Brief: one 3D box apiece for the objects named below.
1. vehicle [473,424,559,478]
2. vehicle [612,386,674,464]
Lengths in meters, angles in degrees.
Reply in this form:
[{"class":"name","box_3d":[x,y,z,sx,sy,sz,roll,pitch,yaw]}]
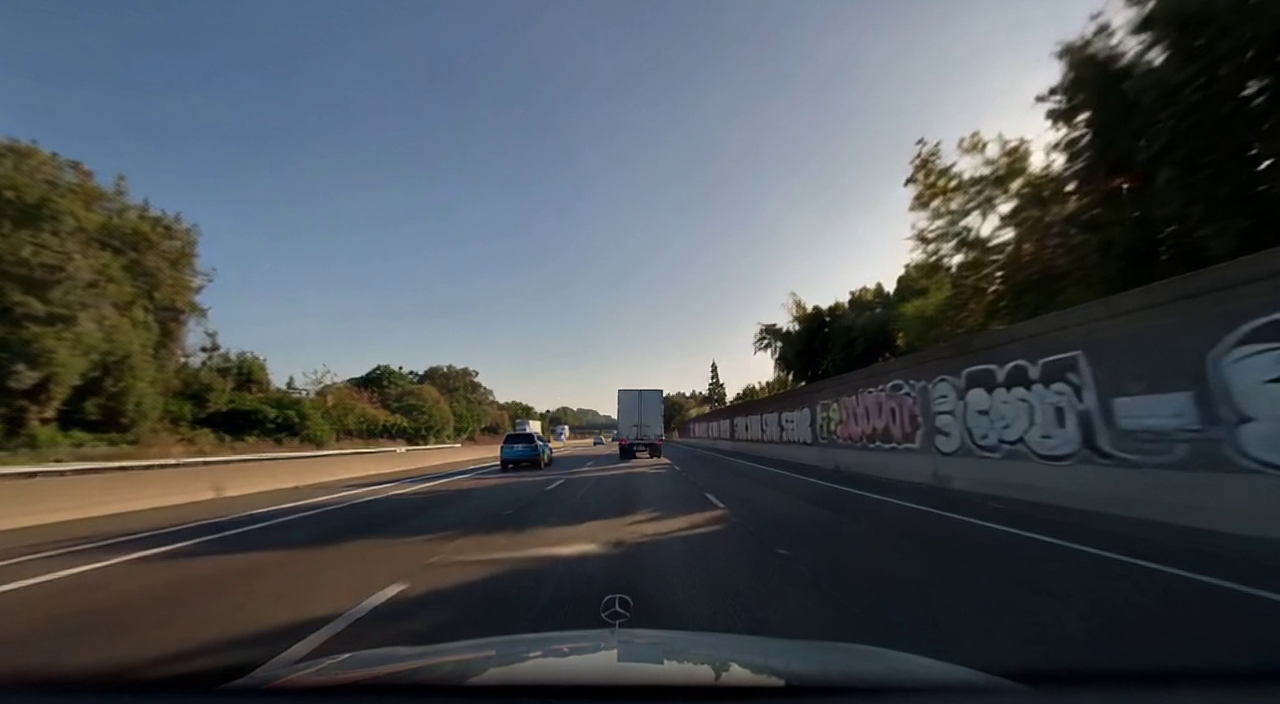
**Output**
[{"class":"vehicle","box_3d":[-4.091,3.321,21.487,2.058,1.645,4.130,0,-8,0]},{"class":"vehicle","box_3d":[0.043,4.077,34.578,2.927,3.649,9.443,0,-8,-1]}]
